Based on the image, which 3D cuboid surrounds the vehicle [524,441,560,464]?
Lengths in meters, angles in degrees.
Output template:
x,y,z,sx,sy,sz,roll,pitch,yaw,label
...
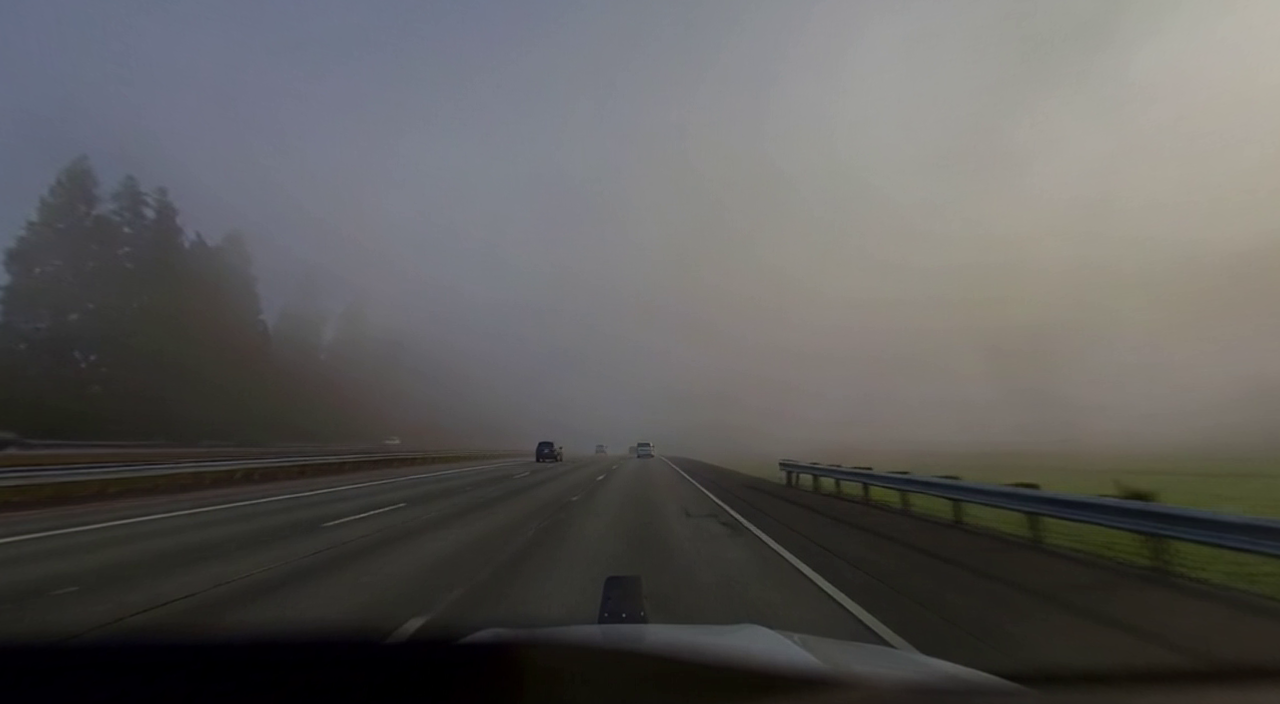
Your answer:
x,y,z,sx,sy,sz,roll,pitch,yaw,label
-7.197,7.424,46.813,1.972,1.603,3.891,0,-8,1,vehicle
